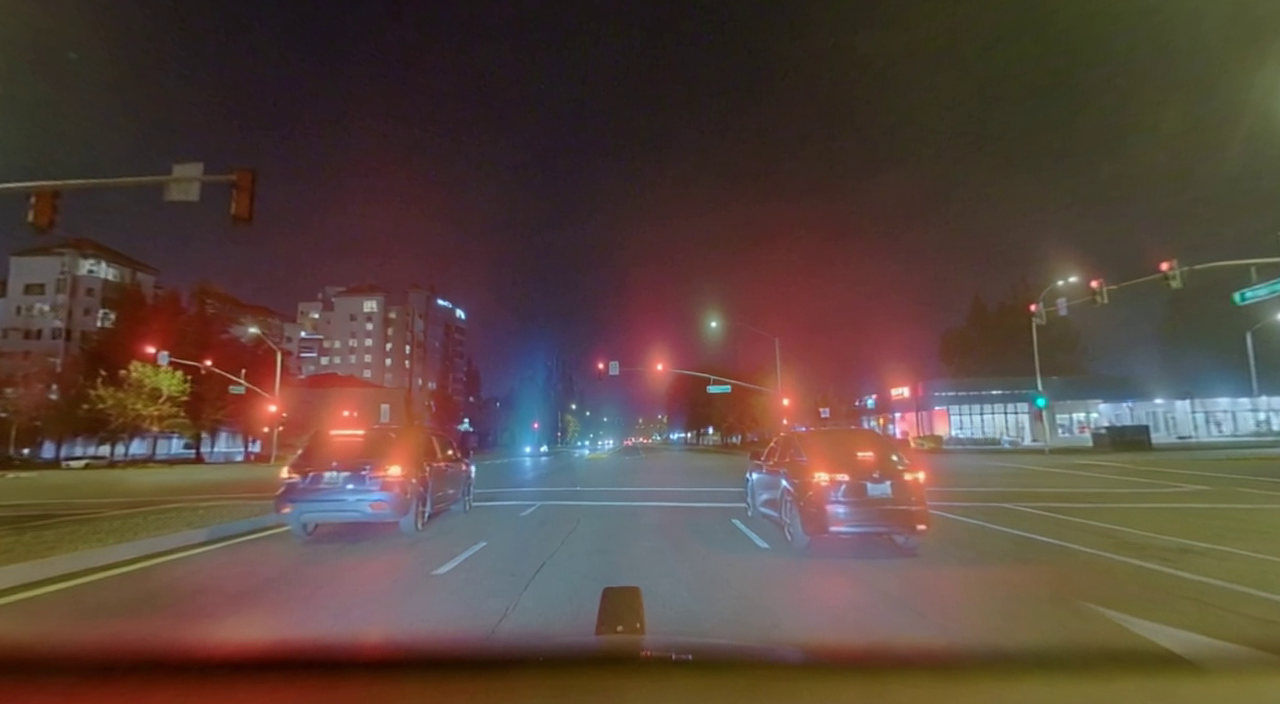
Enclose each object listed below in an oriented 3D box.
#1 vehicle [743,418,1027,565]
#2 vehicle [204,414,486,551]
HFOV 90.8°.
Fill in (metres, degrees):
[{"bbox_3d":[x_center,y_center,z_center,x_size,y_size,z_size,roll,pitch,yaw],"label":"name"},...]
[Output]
[{"bbox_3d":[2.950,1.804,9.025,2.130,1.524,4.722,0,-8,0],"label":"vehicle"},{"bbox_3d":[-3.898,1.806,9.454,1.973,1.526,4.533,0,-8,1],"label":"vehicle"}]
